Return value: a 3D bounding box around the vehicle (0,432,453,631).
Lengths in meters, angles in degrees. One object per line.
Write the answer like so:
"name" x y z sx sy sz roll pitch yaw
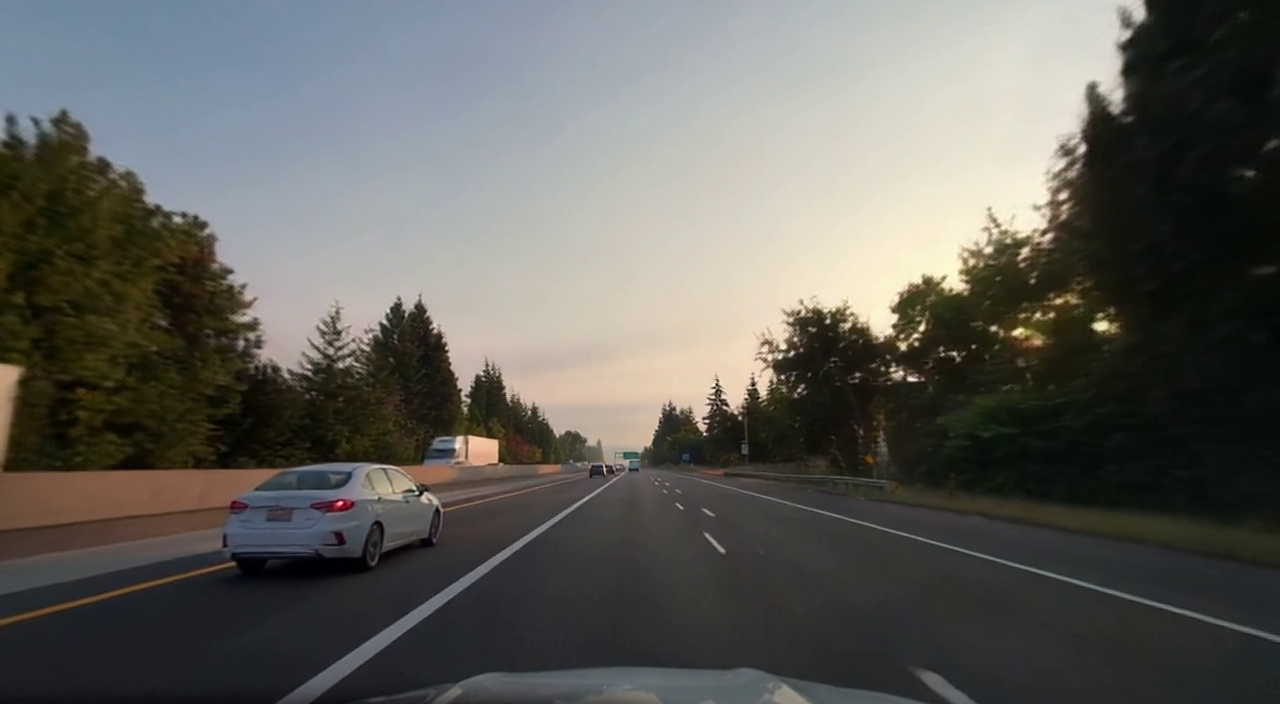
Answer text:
"vehicle" -3.798 1.754 7.009 1.998 1.427 4.462 1 -10 0

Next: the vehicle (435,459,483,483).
"vehicle" -12.091 7.957 42.339 1.852 1.479 4.517 1 -10 0
